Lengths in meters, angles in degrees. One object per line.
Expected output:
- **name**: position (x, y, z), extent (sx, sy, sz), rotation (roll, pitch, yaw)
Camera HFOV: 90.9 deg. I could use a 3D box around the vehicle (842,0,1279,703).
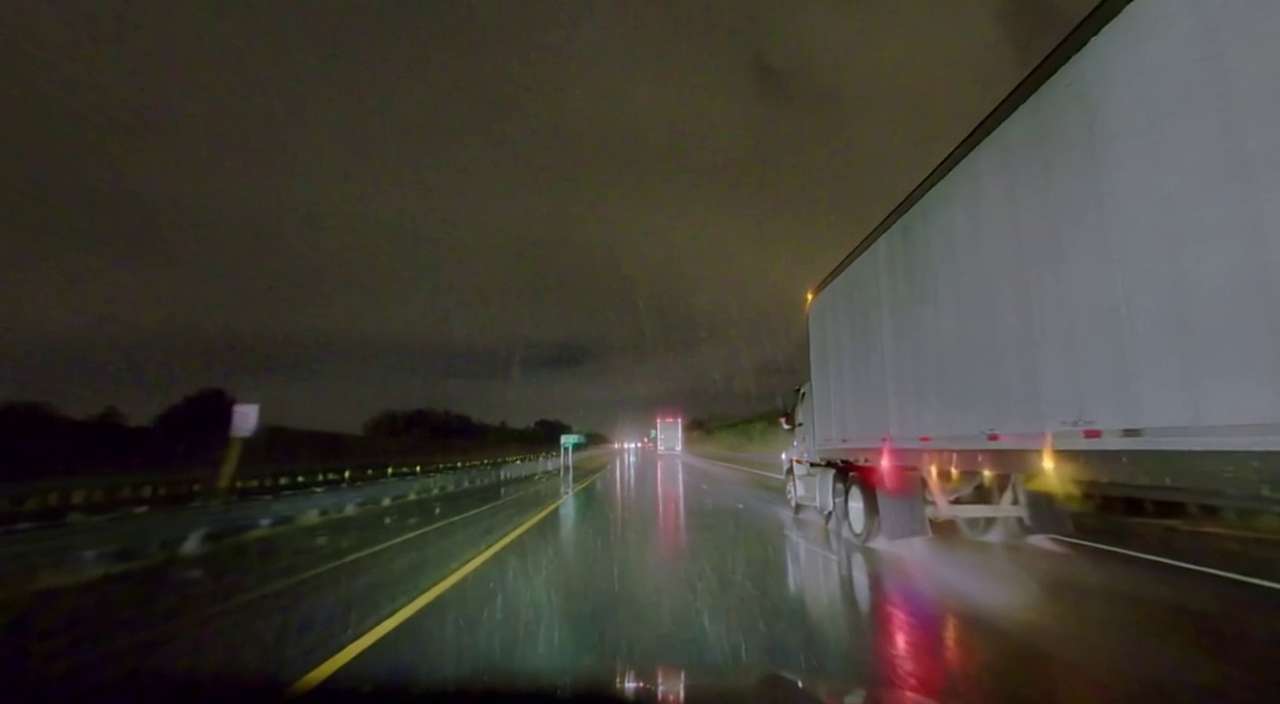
- **vehicle**: position (4.396, -0.079, 3.350), extent (3.107, 3.718, 10.231), rotation (0, -9, -1)
